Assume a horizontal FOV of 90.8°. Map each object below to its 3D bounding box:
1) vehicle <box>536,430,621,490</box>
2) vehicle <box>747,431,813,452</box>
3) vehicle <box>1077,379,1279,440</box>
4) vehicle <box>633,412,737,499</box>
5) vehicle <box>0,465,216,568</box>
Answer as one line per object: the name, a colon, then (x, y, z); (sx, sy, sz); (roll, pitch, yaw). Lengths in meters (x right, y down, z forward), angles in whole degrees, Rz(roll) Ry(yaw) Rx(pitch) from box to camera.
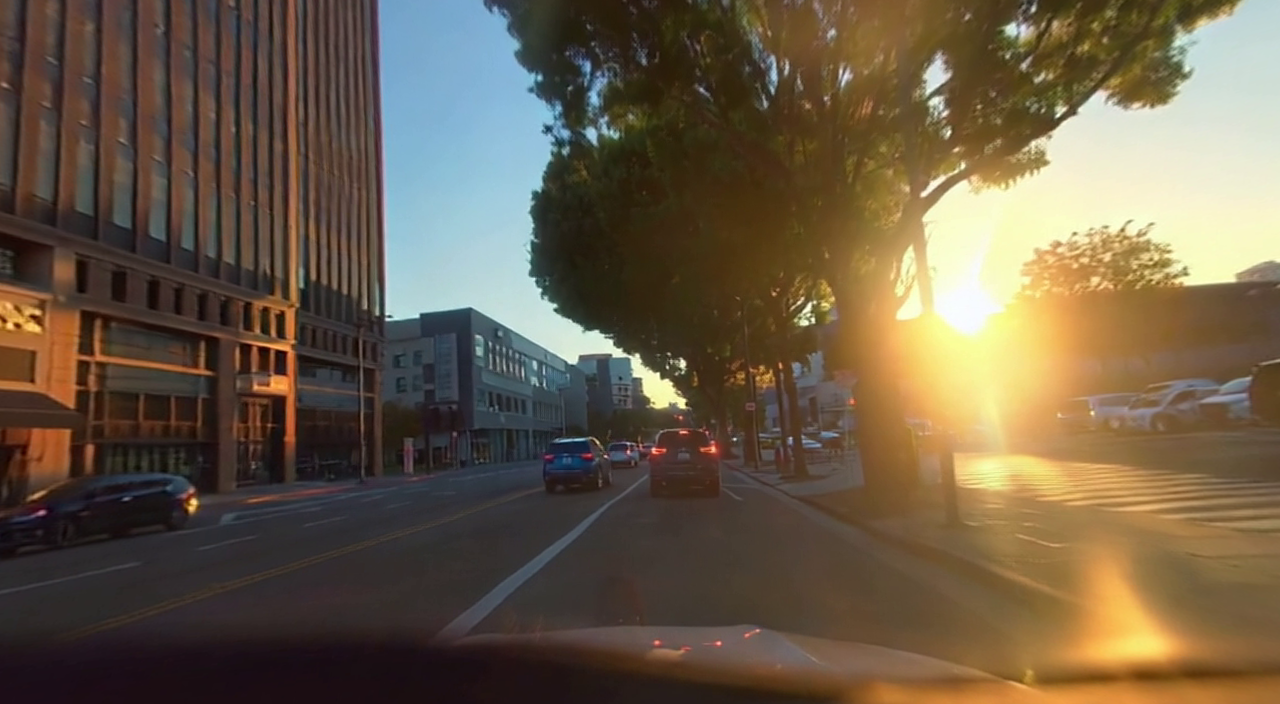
vehicle: (-1.851, 3.448, 20.484); (2.023, 1.702, 4.152); (-1, -8, 5)
vehicle: (10.334, 6.617, 46.775); (4.426, 1.490, 1.862); (-1, -8, 2)
vehicle: (13.705, 1.473, 15.793); (4.189, 1.395, 1.725); (-1, -8, 3)
vehicle: (1.138, 2.710, 16.803); (2.352, 1.953, 4.796); (-1, -8, 3)
vehicle: (-11.382, 3.074, 12.413); (2.103, 1.514, 5.374); (-1, -8, 4)
